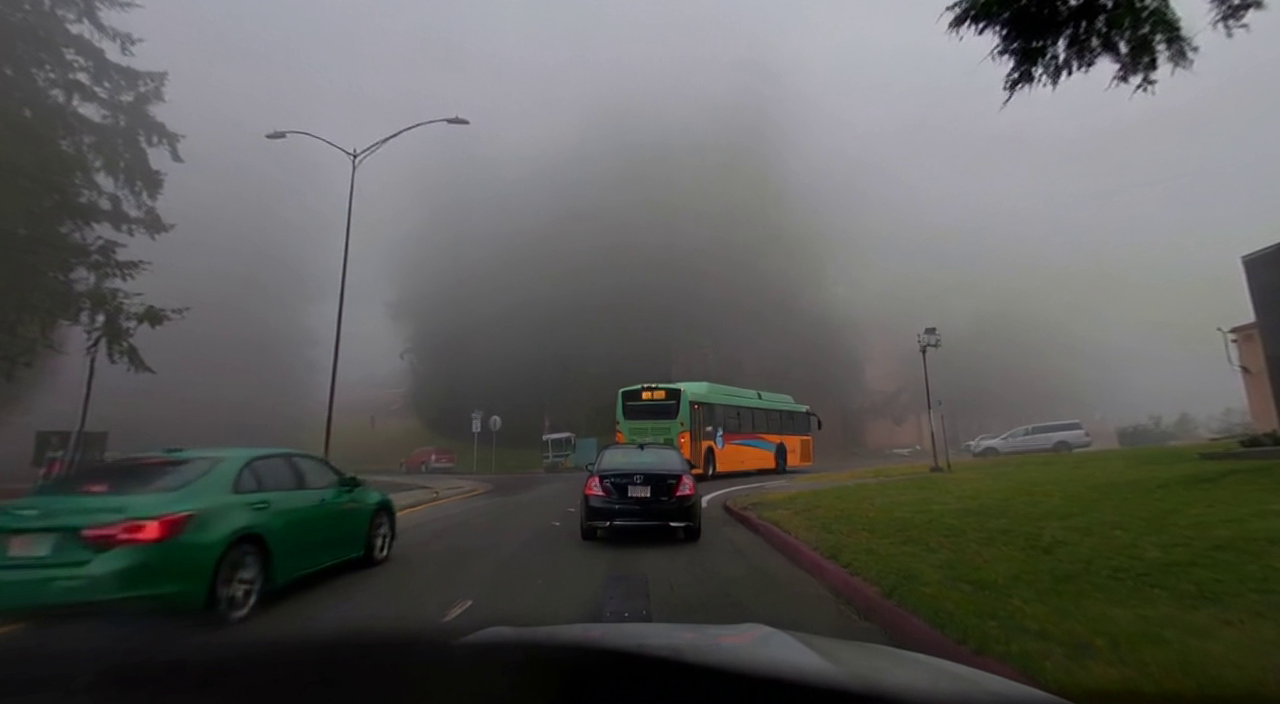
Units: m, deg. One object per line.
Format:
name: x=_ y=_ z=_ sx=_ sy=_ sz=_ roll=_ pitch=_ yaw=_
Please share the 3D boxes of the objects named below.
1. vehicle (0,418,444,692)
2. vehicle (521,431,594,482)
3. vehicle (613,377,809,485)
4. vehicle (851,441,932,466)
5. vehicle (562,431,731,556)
vehicle: x=-3.601 y=1.458 z=5.808 sx=1.953 sy=1.480 sz=4.522 roll=-1 pitch=-8 yaw=3
vehicle: x=-3.044 y=3.982 z=24.261 sx=2.017 sy=1.761 sz=4.572 roll=-1 pitch=-8 yaw=2
vehicle: x=3.196 y=3.117 z=24.267 sx=2.948 sy=3.303 sz=9.977 roll=-6 pitch=-10 yaw=35
vehicle: x=15.675 y=6.332 z=39.366 sx=4.422 sy=1.457 sz=1.882 roll=-6 pitch=-10 yaw=29
vehicle: x=0.098 y=1.996 z=9.563 sx=2.020 sy=1.478 sz=3.922 roll=0 pitch=-8 yaw=1
